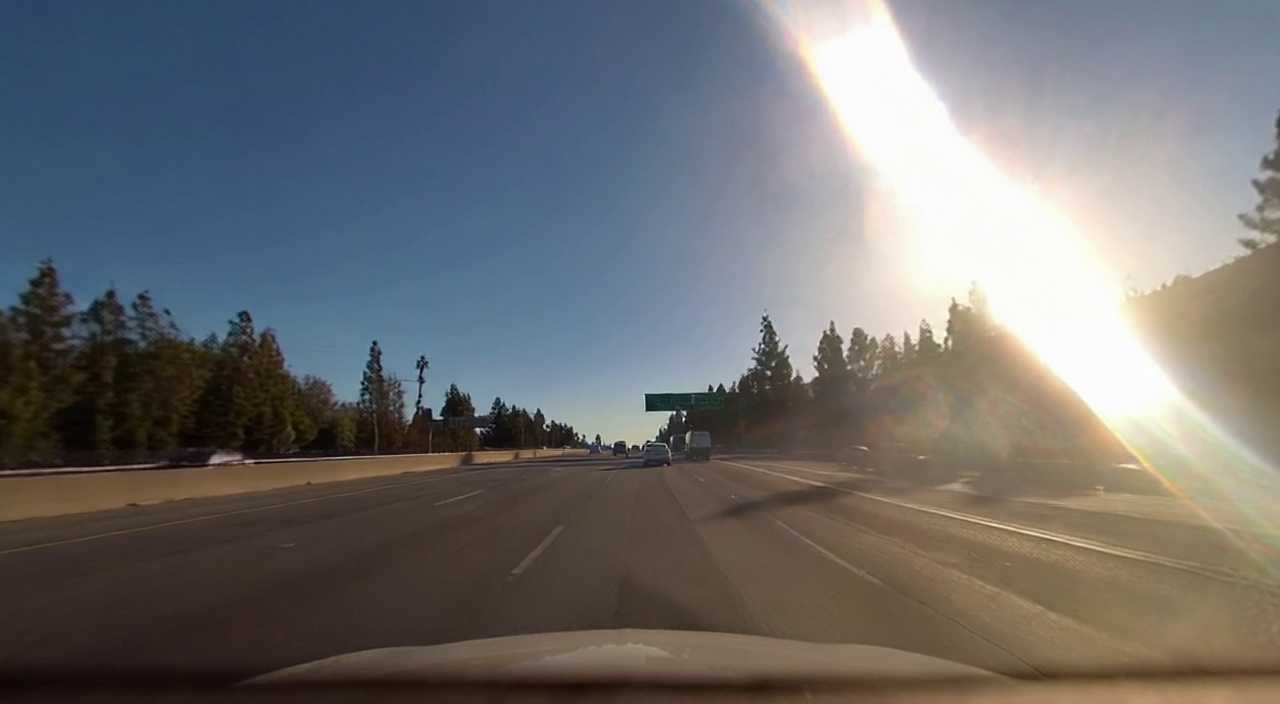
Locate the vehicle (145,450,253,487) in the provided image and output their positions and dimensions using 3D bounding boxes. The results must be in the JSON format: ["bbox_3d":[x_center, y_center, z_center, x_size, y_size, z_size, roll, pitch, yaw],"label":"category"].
[{"bbox_3d":[-21.471,5.657,31.000,1.967,1.650,4.627,0,-8,0],"label":"vehicle"}]

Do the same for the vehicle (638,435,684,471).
[{"bbox_3d":[1.038,5.395,33.840,2.260,1.766,4.348,0,-8,0],"label":"vehicle"}]
